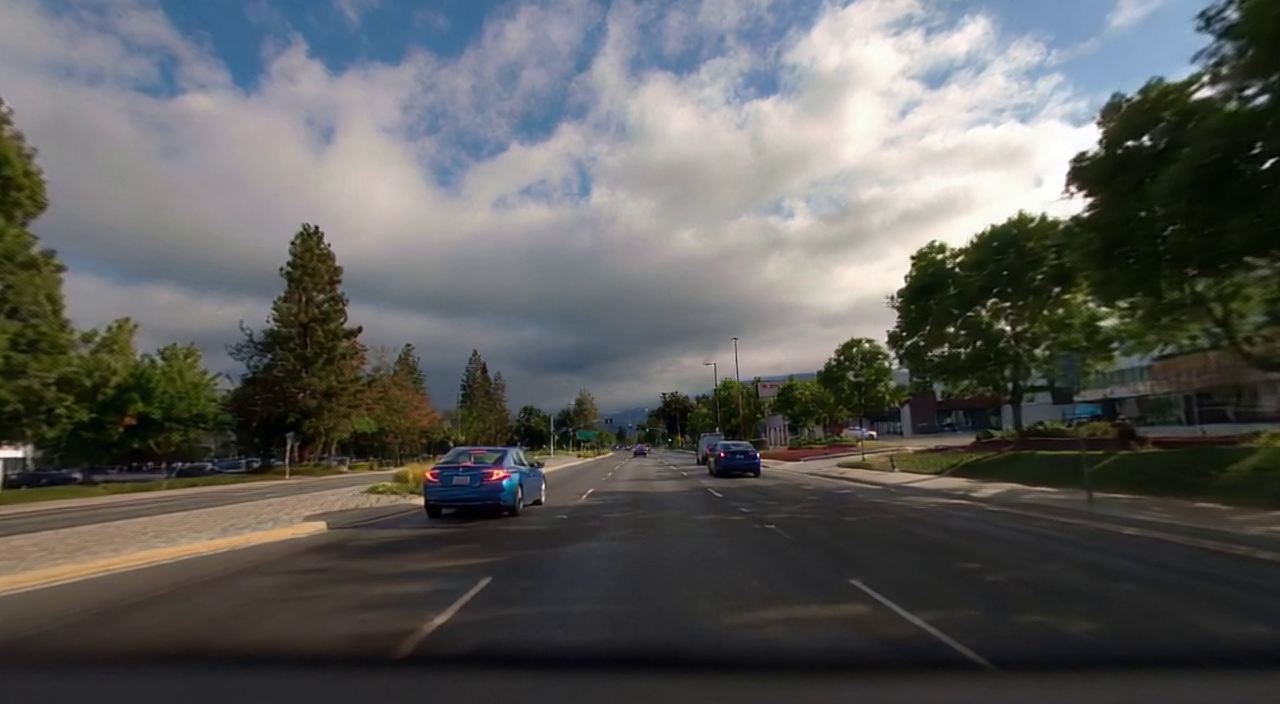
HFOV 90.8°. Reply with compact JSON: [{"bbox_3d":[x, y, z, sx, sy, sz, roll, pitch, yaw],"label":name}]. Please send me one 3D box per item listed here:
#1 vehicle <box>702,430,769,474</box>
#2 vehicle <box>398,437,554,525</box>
[{"bbox_3d":[4.699,5.053,32.039,2.476,2.016,5.586,0,-8,0],"label":"vehicle"},{"bbox_3d":[-3.120,2.543,13.062,2.017,1.470,4.293,0,-8,1],"label":"vehicle"}]
